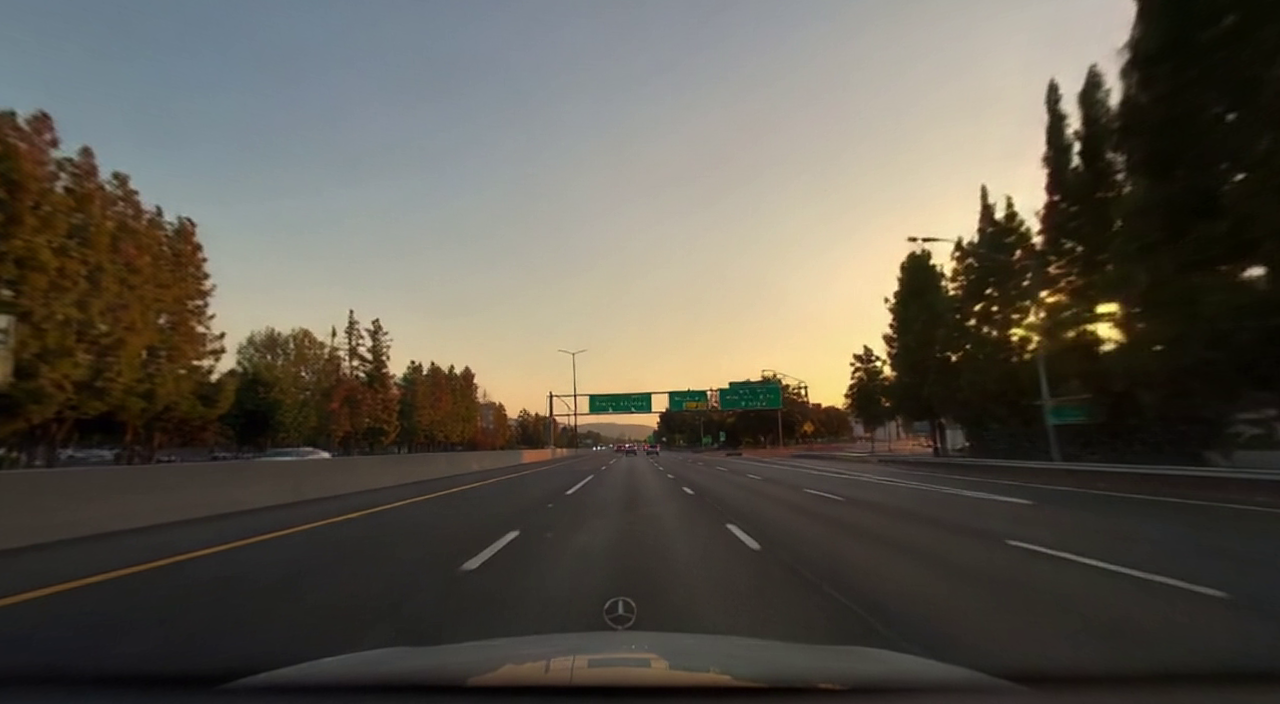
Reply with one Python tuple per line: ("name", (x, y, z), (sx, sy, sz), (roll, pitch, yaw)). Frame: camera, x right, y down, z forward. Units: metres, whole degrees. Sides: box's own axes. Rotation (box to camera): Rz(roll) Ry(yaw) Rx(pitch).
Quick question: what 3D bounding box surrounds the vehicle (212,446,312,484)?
("vehicle", (-17.421, 5.197, 29.401), (1.871, 1.616, 4.427), (0, -9, 0))
